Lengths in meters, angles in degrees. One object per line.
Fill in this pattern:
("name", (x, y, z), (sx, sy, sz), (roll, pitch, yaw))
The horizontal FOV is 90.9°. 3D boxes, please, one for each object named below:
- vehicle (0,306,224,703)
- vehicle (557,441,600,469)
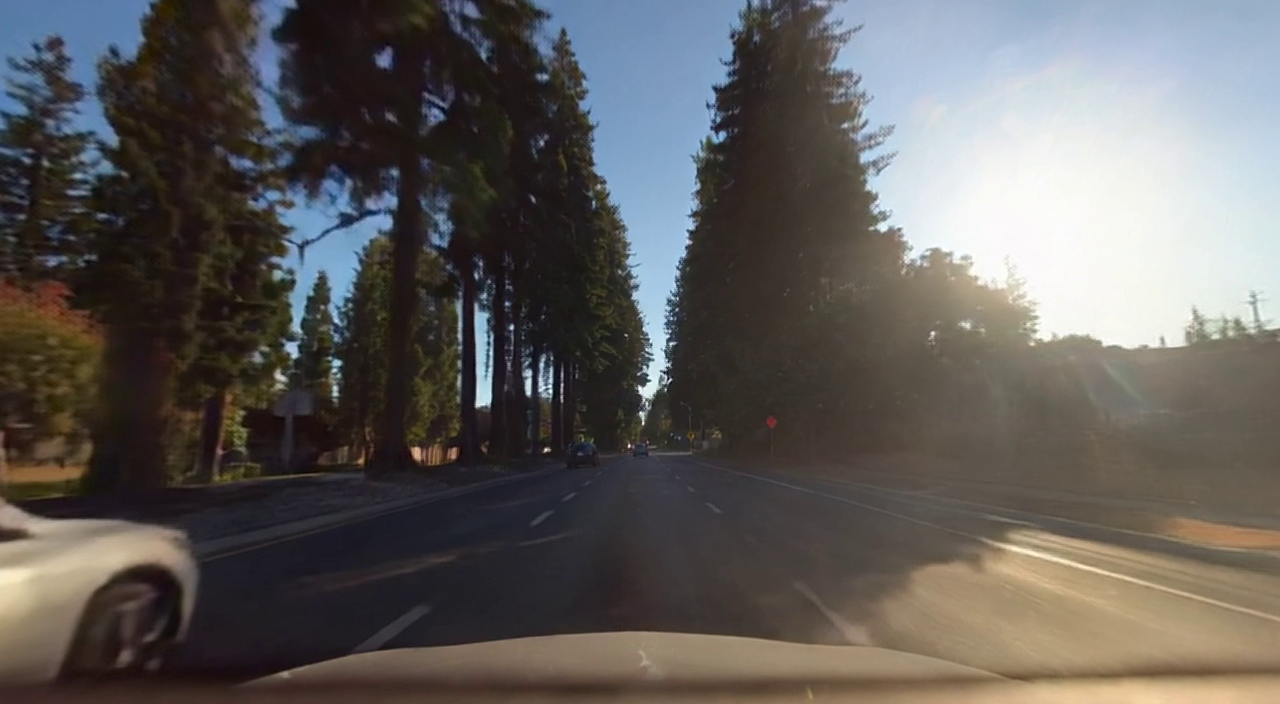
("vehicle", (-3.139, 0.491, 0.748), (2.058, 1.671, 4.704), (0, -8, 0))
("vehicle", (-3.500, 5.987, 36.821), (2.021, 1.466, 4.330), (0, -9, 1))
